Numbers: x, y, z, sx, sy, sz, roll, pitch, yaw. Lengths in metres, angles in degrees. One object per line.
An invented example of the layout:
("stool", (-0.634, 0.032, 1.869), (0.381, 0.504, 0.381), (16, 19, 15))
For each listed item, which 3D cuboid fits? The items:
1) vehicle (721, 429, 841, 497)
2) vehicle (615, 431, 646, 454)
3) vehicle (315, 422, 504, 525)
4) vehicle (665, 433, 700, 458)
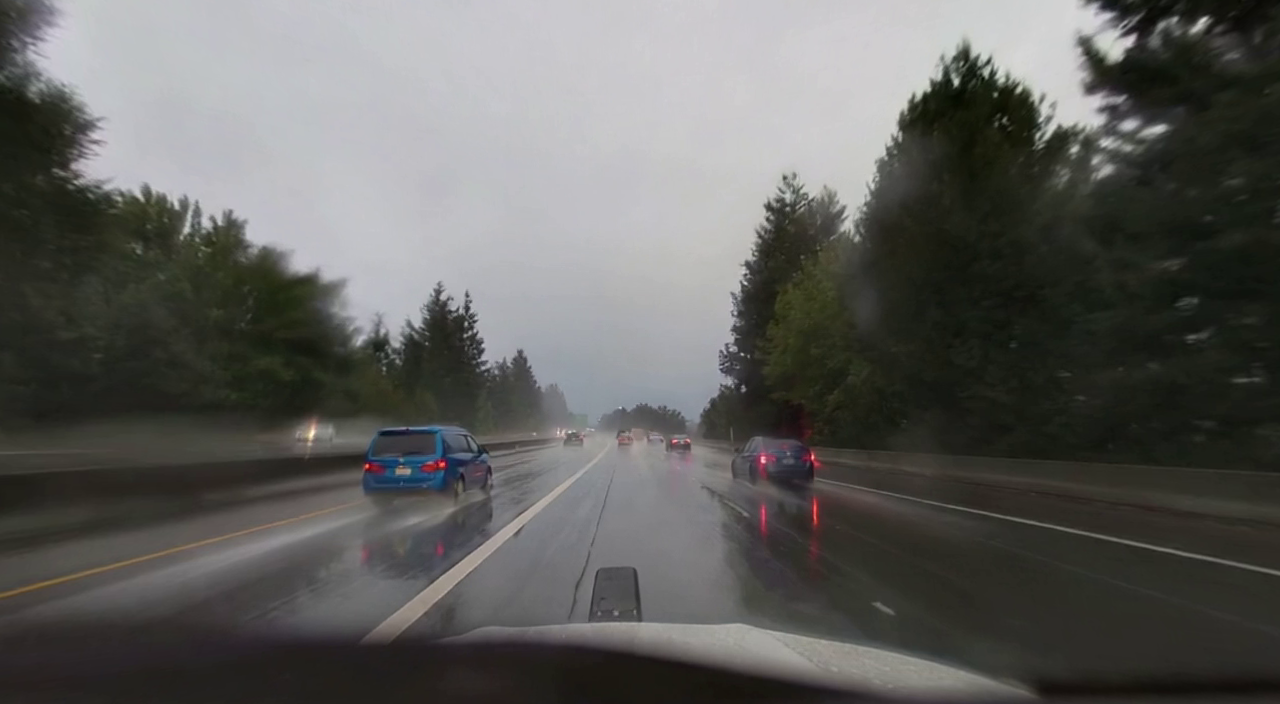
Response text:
("vehicle", (3.405, 2.731, 16.014), (1.986, 1.488, 3.867), (0, -8, -3))
("vehicle", (-0.777, 6.923, 48.373), (2.191, 1.727, 3.981), (0, -8, -3))
("vehicle", (-3.903, 2.100, 11.576), (1.941, 1.529, 4.111), (0, -8, -1))
("vehicle", (2.716, 6.039, 41.018), (1.883, 1.536, 3.792), (0, -8, -2))
